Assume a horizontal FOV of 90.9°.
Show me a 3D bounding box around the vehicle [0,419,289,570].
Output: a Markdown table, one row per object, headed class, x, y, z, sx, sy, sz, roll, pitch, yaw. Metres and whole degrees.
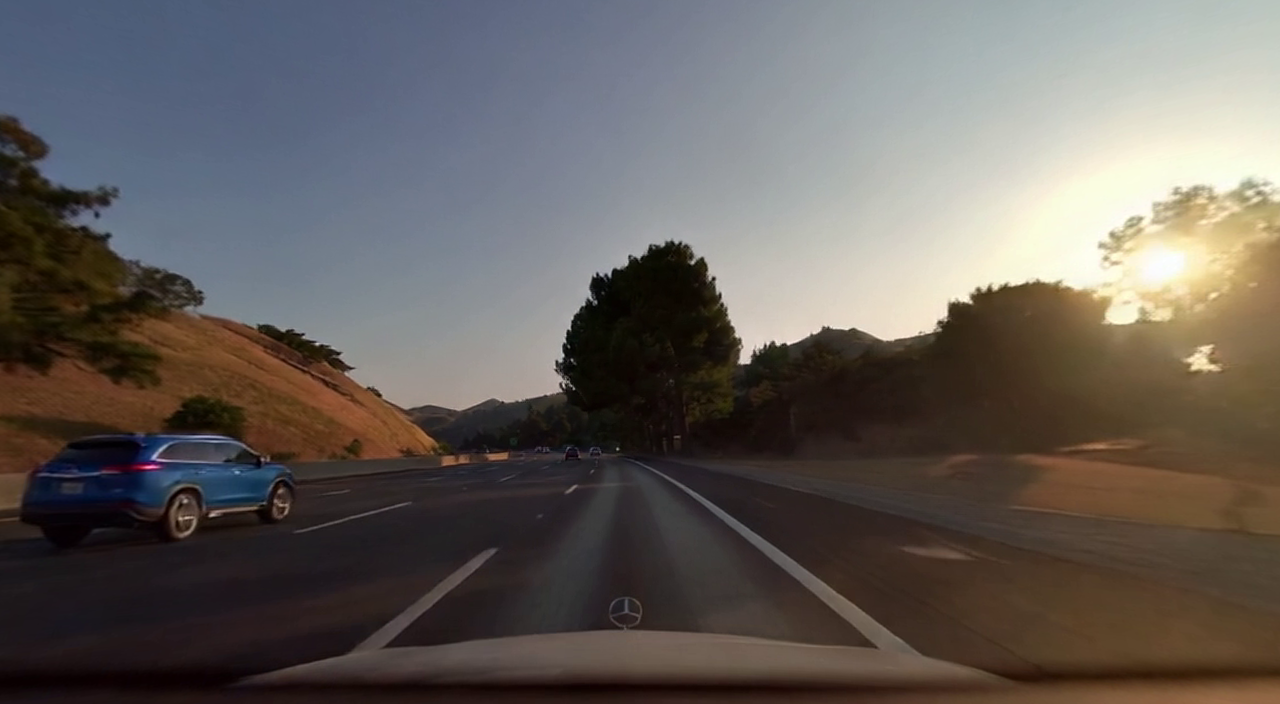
| class | x | y | z | sx | sy | sz | roll | pitch | yaw |
| --- | --- | --- | --- | --- | --- | --- | --- | --- | --- |
| vehicle | -7.682 | 1.996 | 9.611 | 2.046 | 1.712 | 4.533 | -1 | -9 | 0 |
